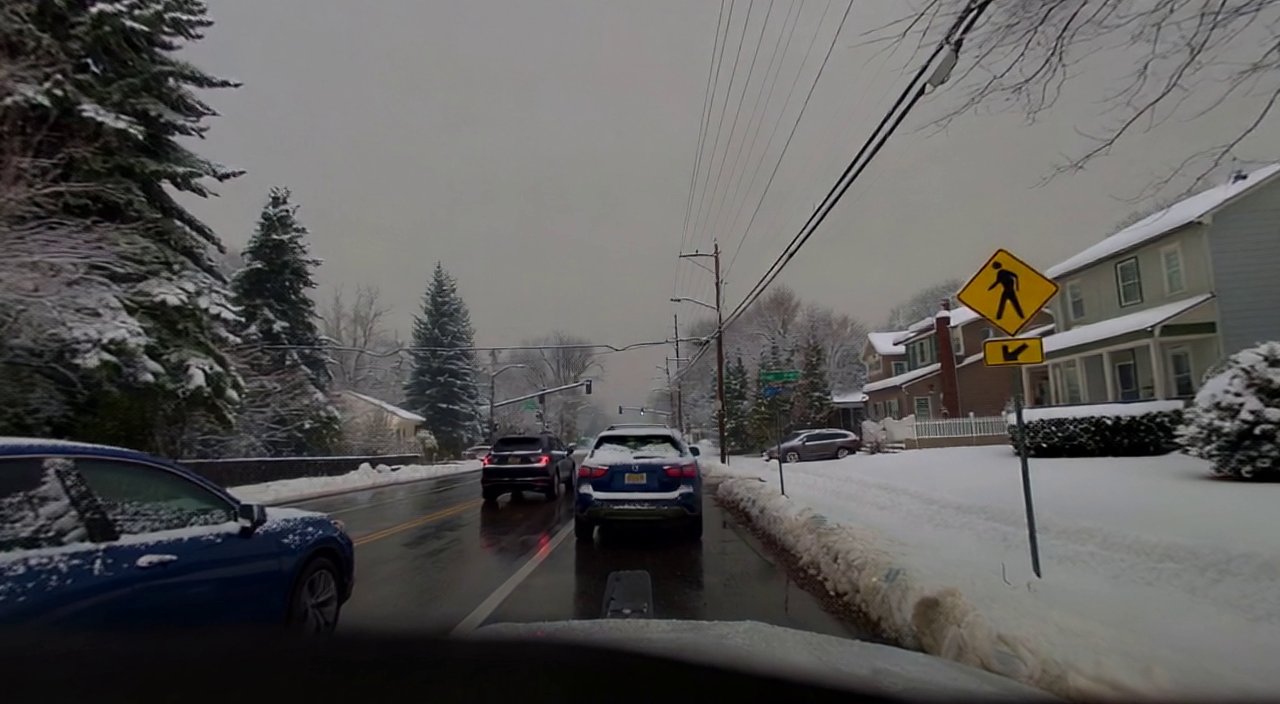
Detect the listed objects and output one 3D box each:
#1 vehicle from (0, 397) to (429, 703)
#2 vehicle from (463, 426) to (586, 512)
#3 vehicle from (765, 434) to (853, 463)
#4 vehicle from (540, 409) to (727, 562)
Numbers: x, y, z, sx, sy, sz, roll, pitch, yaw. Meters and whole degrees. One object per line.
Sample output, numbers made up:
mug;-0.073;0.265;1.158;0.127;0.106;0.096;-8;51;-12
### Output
vehicle;-2.868;1.062;3.076;1.968;1.472;4.685;0;-9;1
vehicle;-2.554;2.719;15.045;2.000;1.737;4.133;0;-9;2
vehicle;9.424;5.421;35.395;4.456;1.504;1.914;-1;-9;4
vehicle;-0.057;1.818;9.204;2.120;1.718;3.909;0;-9;1
